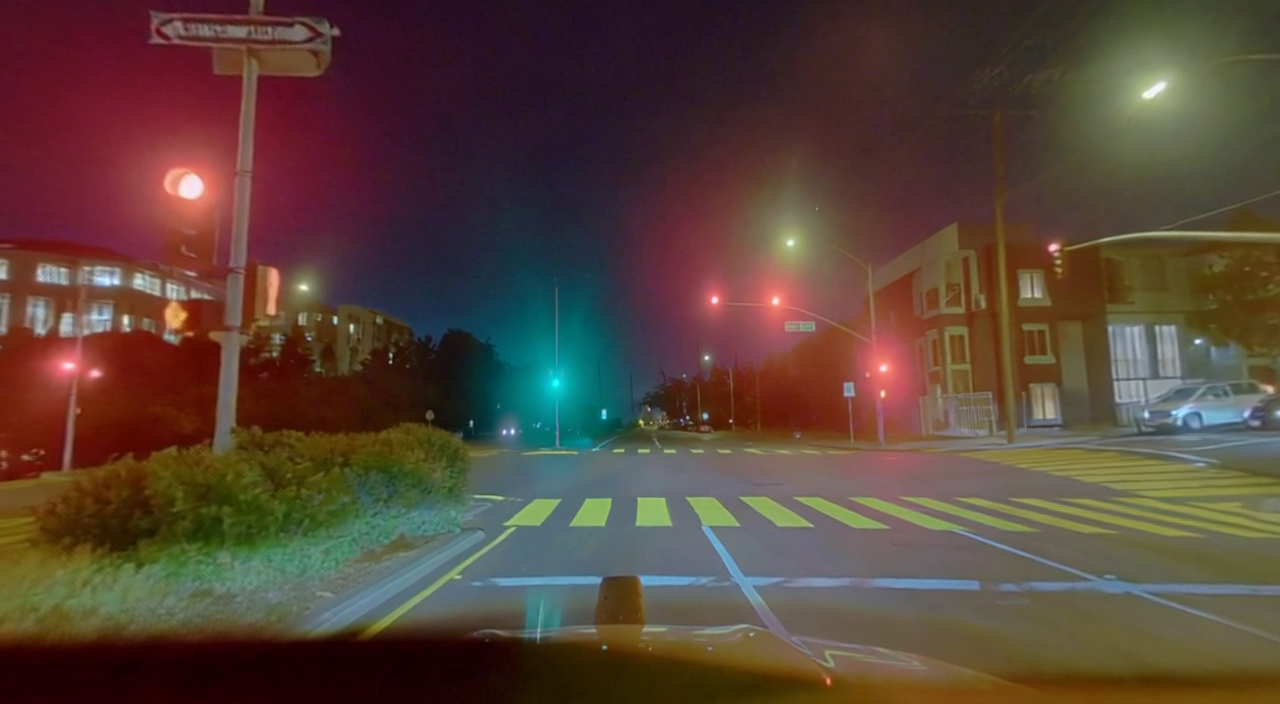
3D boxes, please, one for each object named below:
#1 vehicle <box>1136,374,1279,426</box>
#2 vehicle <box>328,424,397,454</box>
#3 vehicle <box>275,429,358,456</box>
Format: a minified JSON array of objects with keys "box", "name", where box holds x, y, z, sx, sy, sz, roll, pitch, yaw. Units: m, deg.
[{"box":[22.309,1.825,24.573,4.531,1.753,1.964,-2,-2,-5],"name":"vehicle"},{"box":[-18.342,5.826,42.094,2.225,1.871,5.189,0,-9,0],"name":"vehicle"},{"box":[-18.129,5.150,35.759,1.939,1.430,5.533,0,-9,-2],"name":"vehicle"}]
